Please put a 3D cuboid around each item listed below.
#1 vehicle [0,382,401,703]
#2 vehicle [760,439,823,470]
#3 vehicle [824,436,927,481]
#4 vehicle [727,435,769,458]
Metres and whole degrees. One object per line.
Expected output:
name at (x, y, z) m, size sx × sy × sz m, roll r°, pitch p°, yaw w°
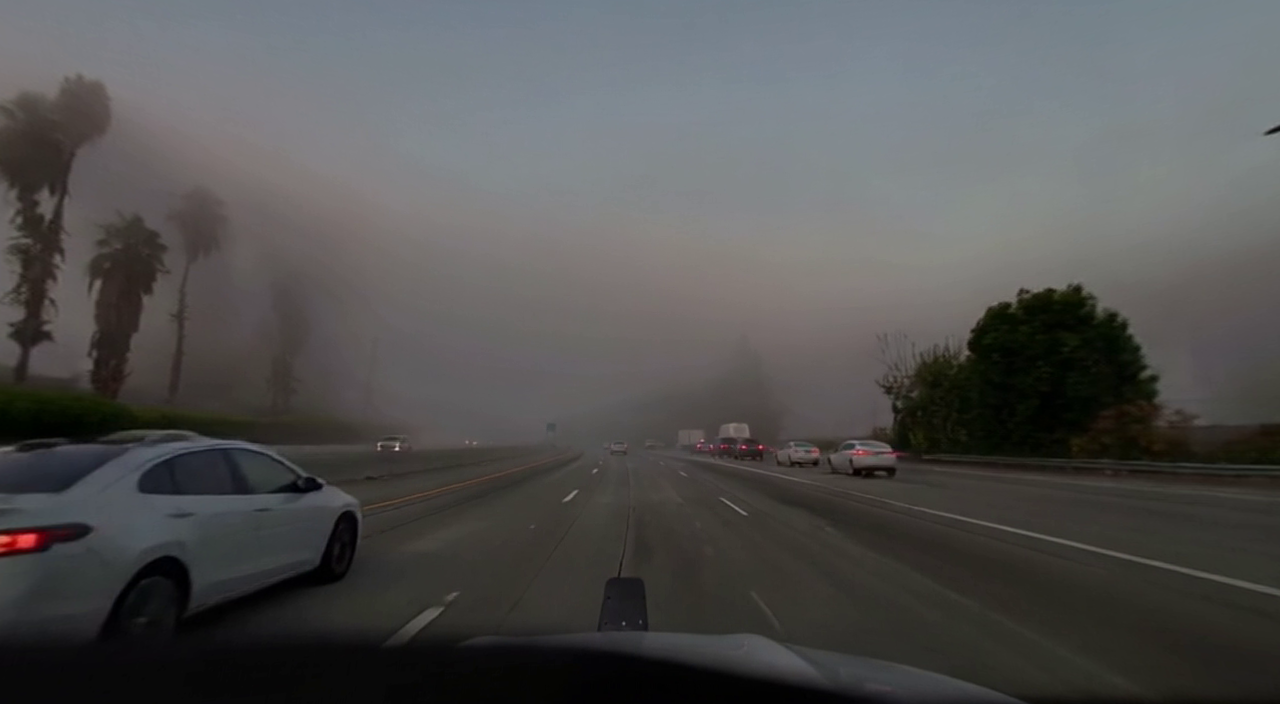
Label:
vehicle at (-3.590, 1.193, 4.490) m, size 2.109 × 1.536 × 4.174 m, roll -1°, pitch -8°, yaw 1°
vehicle at (7.859, 5.363, 33.200) m, size 1.984 × 1.477 × 4.385 m, roll 0°, pitch -8°, yaw -3°
vehicle at (8.575, 3.912, 23.431) m, size 1.922 × 1.456 × 4.626 m, roll 0°, pitch -8°, yaw -2°
vehicle at (7.725, 6.848, 45.664) m, size 1.957 × 1.584 × 4.272 m, roll 0°, pitch -8°, yaw -5°
